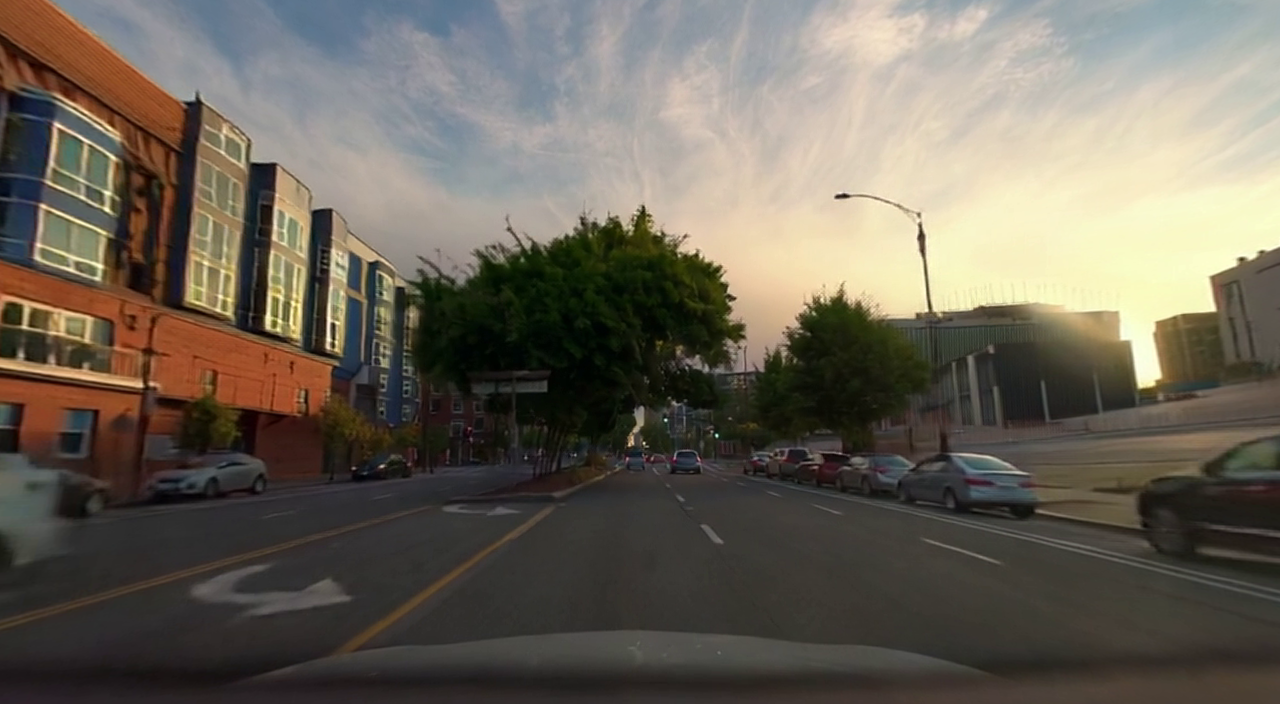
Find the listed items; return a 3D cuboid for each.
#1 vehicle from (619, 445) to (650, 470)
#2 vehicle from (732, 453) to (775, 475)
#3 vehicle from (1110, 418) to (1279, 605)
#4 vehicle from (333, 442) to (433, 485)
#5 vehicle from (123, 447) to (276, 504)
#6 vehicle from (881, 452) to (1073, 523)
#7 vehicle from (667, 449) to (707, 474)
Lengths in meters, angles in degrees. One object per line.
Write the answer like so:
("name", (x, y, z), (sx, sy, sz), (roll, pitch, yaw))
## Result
("vehicle", (-0.441, 8.291, 49.716), (2.329, 1.842, 4.537), (0, -9, -1))
("vehicle", (8.011, 7.945, 44.985), (2.054, 1.455, 4.786), (0, -9, -2))
("vehicle", (8.013, 1.667, 6.546), (2.305, 1.984, 5.002), (0, -9, -1))
("vehicle", (-14.468, 6.286, 36.133), (2.822, 2.230, 6.145), (0, -9, 3))
("vehicle", (-14.914, 4.172, 21.786), (2.063, 1.735, 4.317), (0, -9, 1))
("vehicle", (8.022, 3.235, 15.747), (2.030, 1.444, 4.832), (0, -9, -1))
("vehicle", (2.988, 7.135, 41.567), (2.238, 1.499, 4.964), (0, -9, 0))
